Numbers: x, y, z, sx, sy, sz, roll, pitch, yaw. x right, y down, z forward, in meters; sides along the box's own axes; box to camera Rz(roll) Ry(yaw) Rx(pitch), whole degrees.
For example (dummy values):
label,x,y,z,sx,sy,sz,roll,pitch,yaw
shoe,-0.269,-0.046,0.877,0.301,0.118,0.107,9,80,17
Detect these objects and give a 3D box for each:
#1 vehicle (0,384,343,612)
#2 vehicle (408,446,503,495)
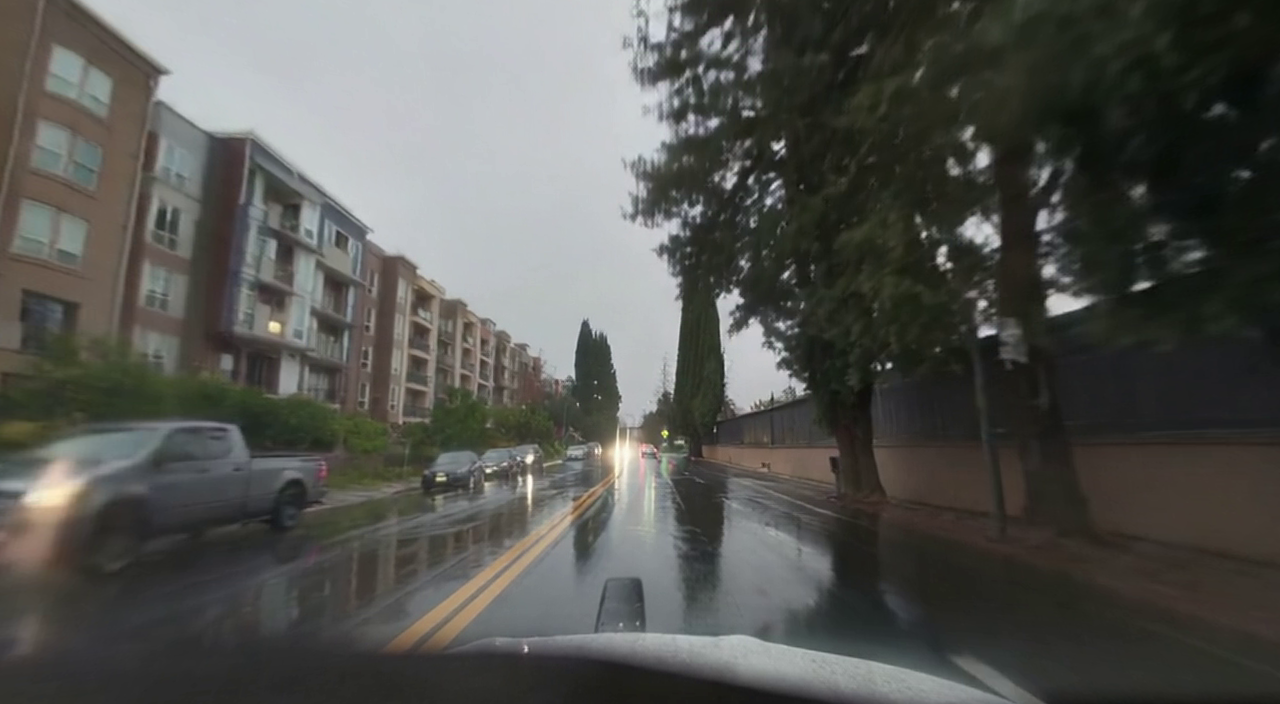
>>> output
label,x,y,z,sx,sy,sz,roll,pitch,yaw
vehicle,-6.485,1.646,8.402,2.331,1.962,5.633,2,-8,-1
vehicle,-6.438,4.142,22.625,1.914,1.417,4.750,2,-8,1
